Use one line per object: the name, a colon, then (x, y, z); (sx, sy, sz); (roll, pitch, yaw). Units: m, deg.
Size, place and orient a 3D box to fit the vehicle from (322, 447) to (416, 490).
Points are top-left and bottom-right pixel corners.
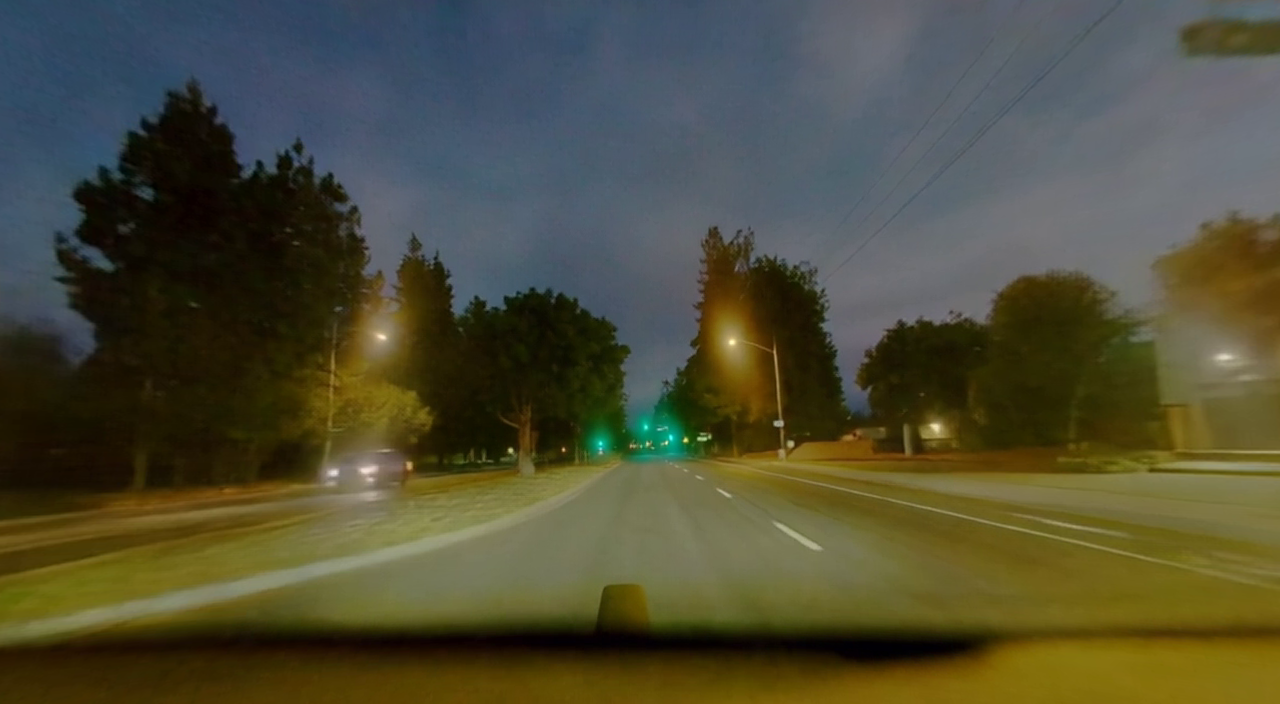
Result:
vehicle: (-12.188, 5.234, 28.747); (2.010, 1.733, 4.868); (-1, -8, 2)
